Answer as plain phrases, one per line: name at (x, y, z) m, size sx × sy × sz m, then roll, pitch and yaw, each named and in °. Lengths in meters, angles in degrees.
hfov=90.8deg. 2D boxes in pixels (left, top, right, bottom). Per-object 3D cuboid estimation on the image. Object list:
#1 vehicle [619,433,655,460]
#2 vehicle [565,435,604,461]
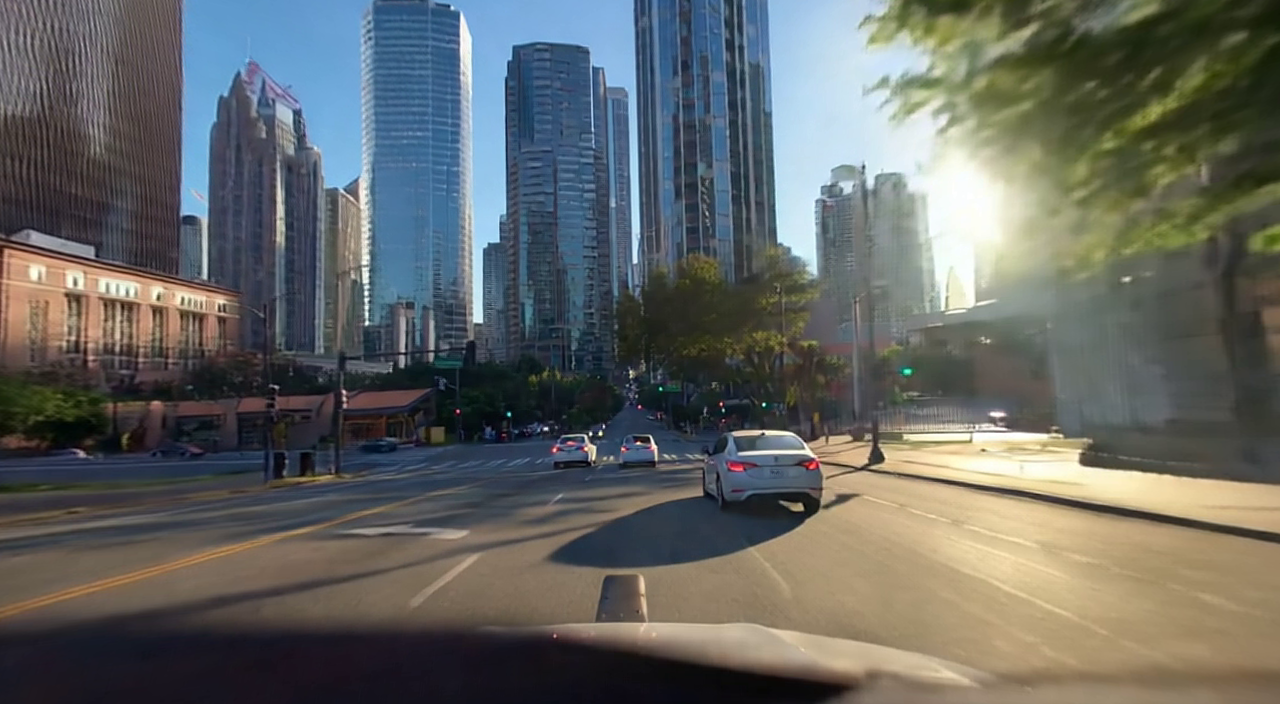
vehicle at (-0.169, 5.653, 37.880) m, size 2.016 × 1.478 × 3.795 m, roll 0°, pitch -8°, yaw 0°
vehicle at (-3.374, 5.890, 38.922) m, size 1.995 × 1.479 × 4.627 m, roll 0°, pitch -8°, yaw 0°
